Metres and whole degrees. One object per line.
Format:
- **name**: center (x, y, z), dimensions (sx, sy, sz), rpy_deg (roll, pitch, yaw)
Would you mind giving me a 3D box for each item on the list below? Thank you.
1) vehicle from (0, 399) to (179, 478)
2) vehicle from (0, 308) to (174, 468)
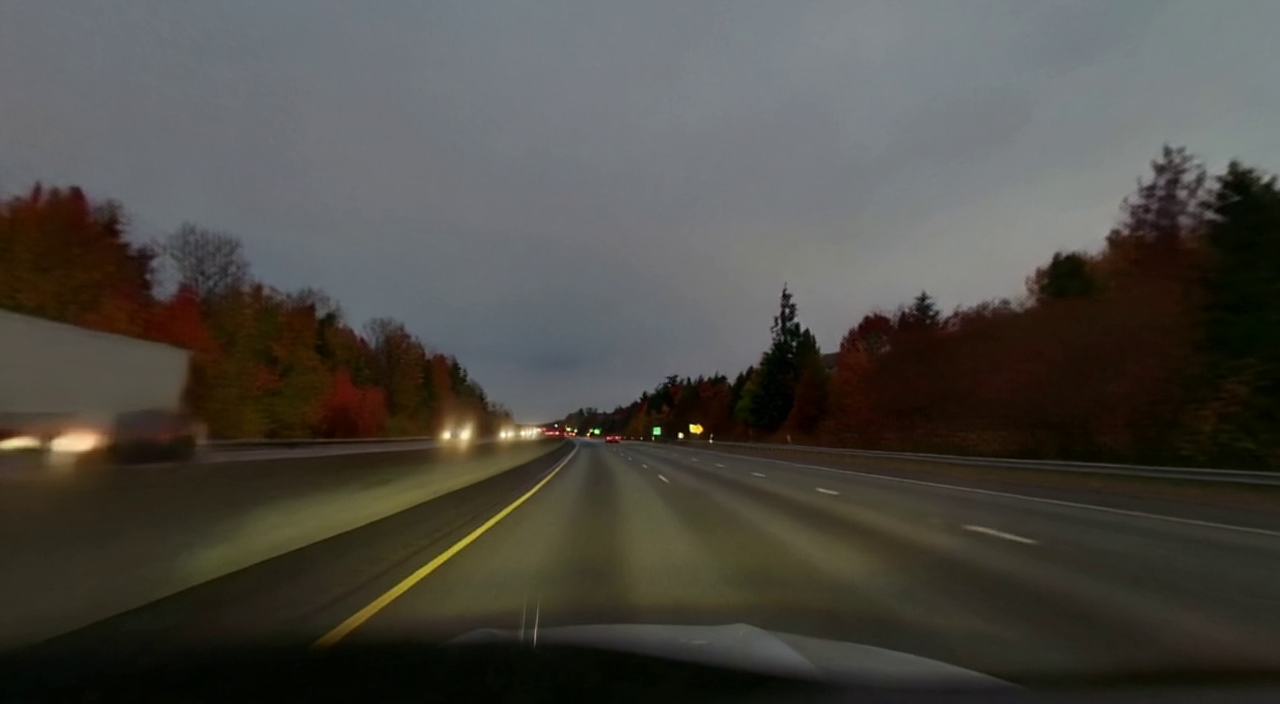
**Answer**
- **vehicle**: center (-13.507, 2.018, 14.749), dimensions (1.926, 1.561, 4.710), rpy_deg (0, -8, -2)
- **vehicle**: center (-18.031, 0.834, 15.477), dimensions (2.967, 4.106, 14.224), rpy_deg (0, -8, -3)
